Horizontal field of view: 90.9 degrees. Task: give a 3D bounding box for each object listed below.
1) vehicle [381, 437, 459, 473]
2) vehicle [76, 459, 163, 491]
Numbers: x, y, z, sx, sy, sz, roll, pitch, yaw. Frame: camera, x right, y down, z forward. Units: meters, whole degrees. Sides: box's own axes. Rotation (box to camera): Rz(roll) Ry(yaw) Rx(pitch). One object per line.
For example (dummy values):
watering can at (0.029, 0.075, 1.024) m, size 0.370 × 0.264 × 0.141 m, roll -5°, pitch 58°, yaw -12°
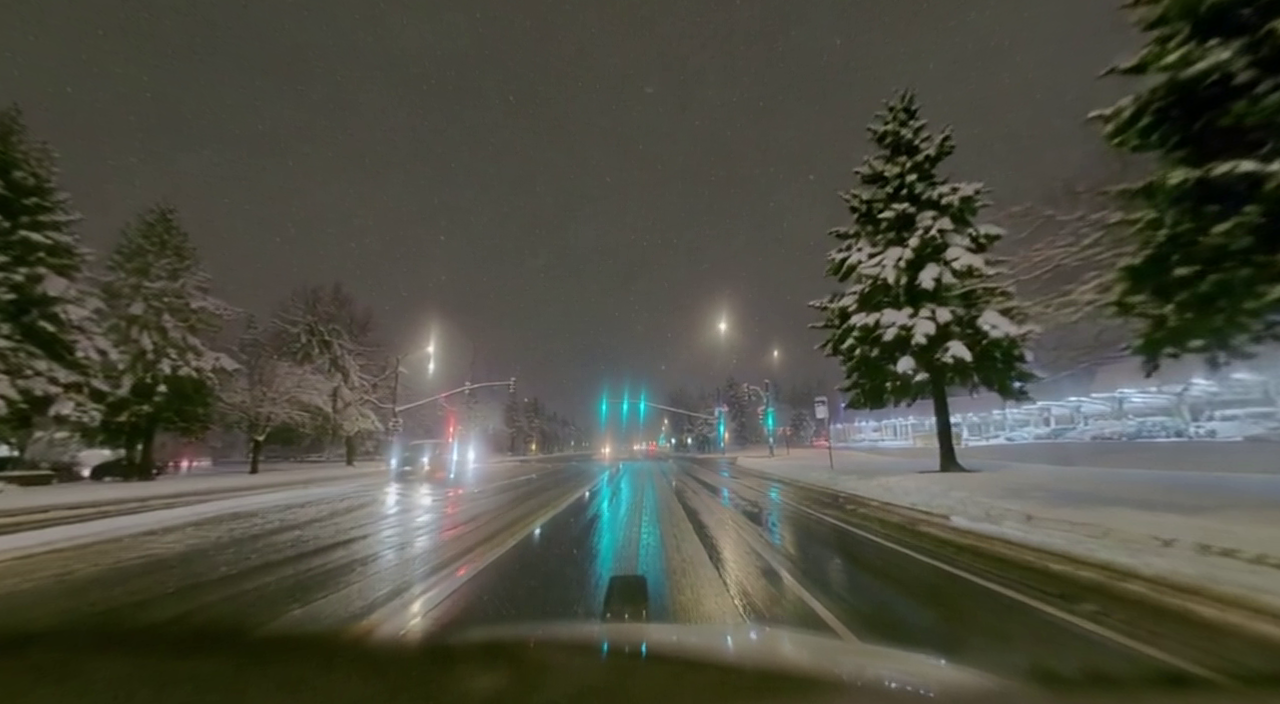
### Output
vehicle at (-12.353, 5.814, 35.852) m, size 2.225 × 1.876 × 5.661 m, roll 0°, pitch -8°, yaw 2°
vehicle at (-34.402, 8.108, 41.871) m, size 2.020 × 1.812 × 4.914 m, roll 1°, pitch -9°, yaw -8°
